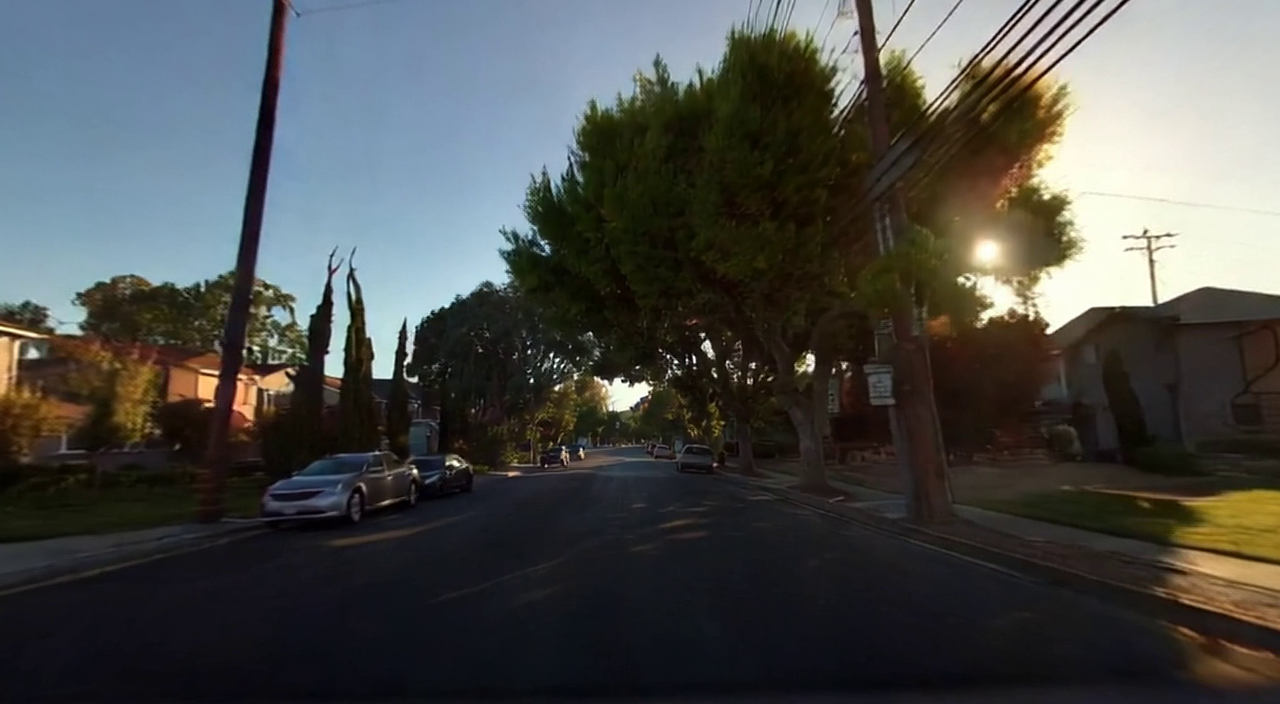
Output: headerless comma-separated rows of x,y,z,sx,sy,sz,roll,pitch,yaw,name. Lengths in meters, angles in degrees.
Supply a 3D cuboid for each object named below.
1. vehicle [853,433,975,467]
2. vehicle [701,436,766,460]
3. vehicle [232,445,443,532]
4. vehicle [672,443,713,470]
12.290,4.419,28.524,4.605,1.492,1.898,0,-9,0,vehicle
6.989,7.216,47.462,4.486,1.788,2.177,0,-9,-1,vehicle
-6.243,2.824,13.943,2.208,1.491,5.089,0,-8,-1,vehicle
3.038,6.108,37.249,1.925,1.482,4.326,0,-9,-2,vehicle
